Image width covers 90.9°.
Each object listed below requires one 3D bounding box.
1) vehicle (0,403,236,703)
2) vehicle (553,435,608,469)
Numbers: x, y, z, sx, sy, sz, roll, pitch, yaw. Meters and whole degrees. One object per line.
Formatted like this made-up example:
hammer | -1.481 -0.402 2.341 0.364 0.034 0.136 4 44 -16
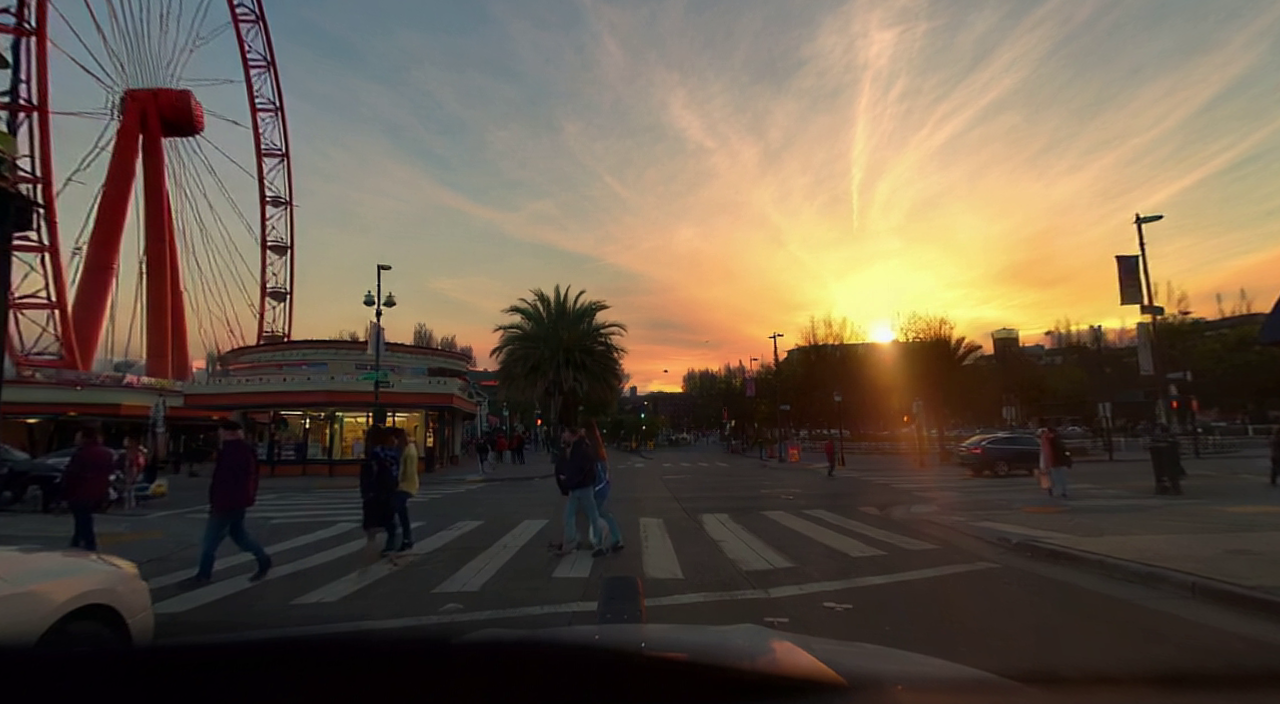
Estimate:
vehicle | -3.371 0.784 1.181 1.940 1.505 4.676 -1 -9 3
vehicle | -3.881 6.356 40.262 2.549 2.000 5.699 2 -9 -15
